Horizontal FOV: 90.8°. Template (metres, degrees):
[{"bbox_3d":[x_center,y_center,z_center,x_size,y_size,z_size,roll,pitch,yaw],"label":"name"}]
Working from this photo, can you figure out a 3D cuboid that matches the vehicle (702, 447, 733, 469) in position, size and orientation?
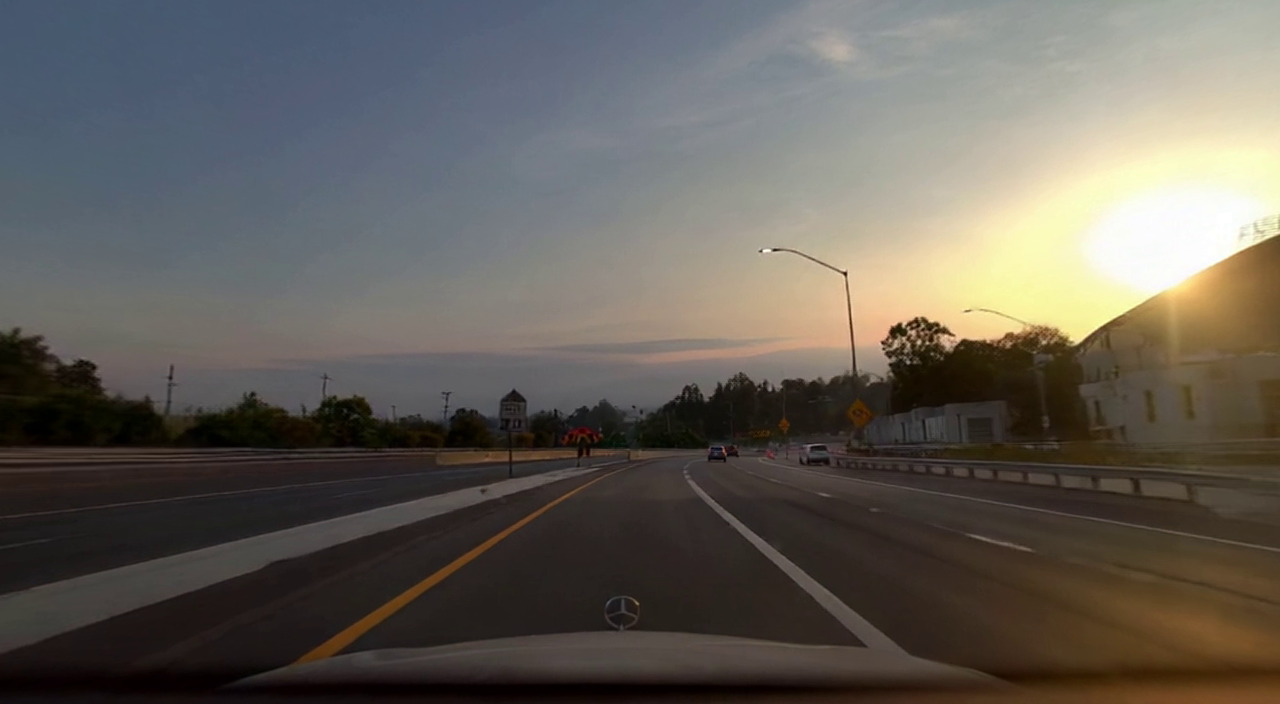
[{"bbox_3d":[5.467,7.541,45.135,1.874,1.506,4.116,-1,-9,3],"label":"vehicle"}]
